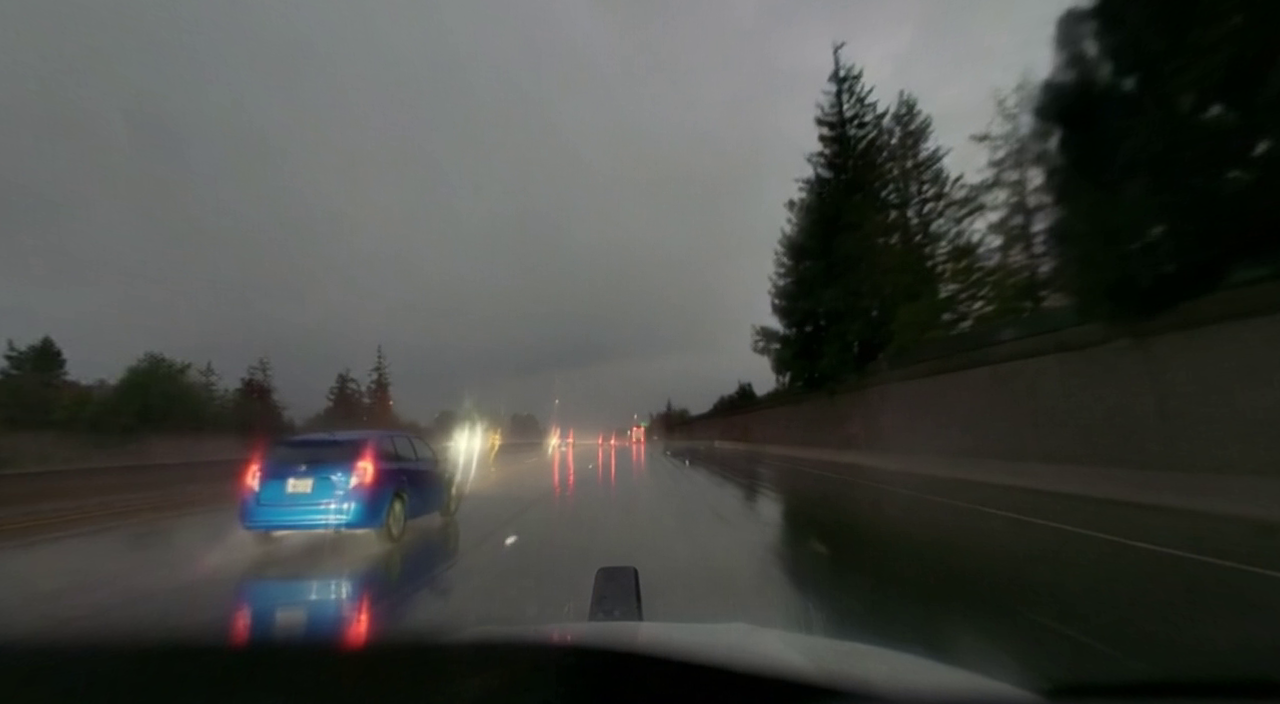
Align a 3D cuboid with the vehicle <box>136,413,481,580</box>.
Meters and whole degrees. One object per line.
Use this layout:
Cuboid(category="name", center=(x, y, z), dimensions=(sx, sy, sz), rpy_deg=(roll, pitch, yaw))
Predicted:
Cuboid(category="vehicle", center=(-3.511, 1.579, 7.712), dimensions=(2.079, 1.500, 3.881), rpy_deg=(0, -8, 0))
